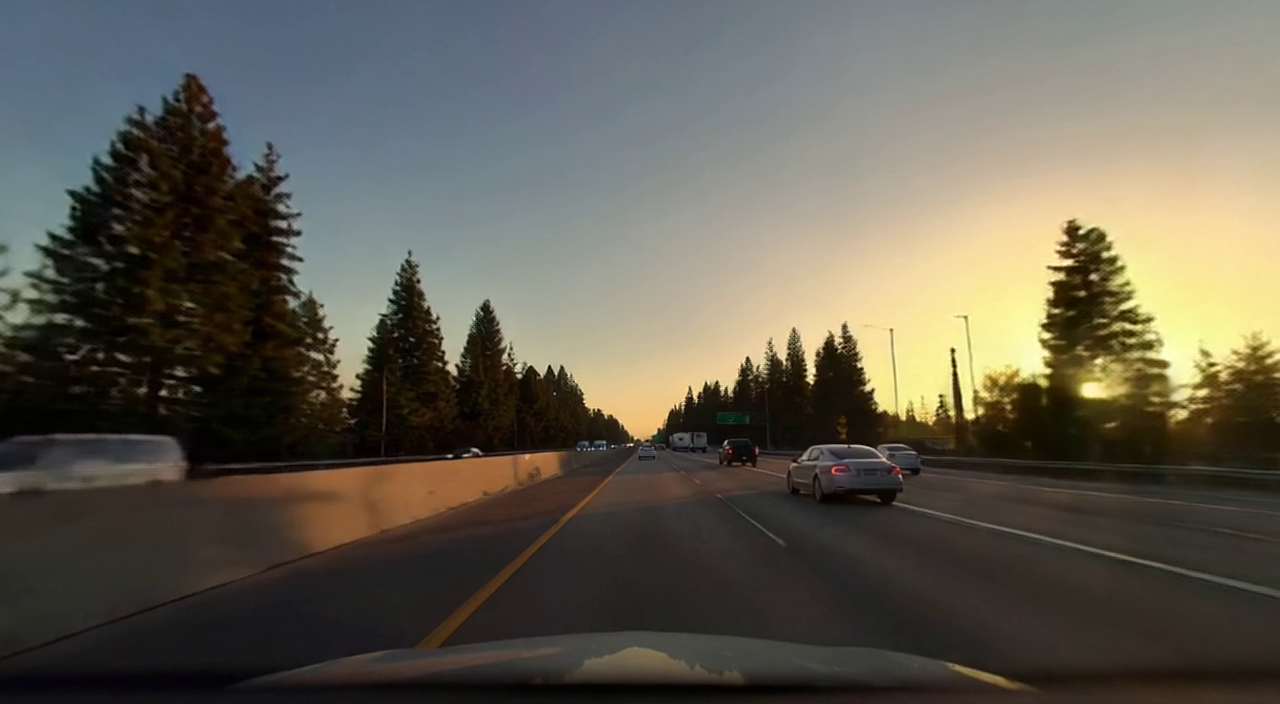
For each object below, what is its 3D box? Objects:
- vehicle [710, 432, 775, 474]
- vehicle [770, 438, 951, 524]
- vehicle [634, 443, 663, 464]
[{"bbox_3d":[5.010,5.050,31.577,2.206,1.902,5.460,0,-8,-2],"label":"vehicle"},{"bbox_3d":[4.313,2.574,13.264,1.904,1.453,4.789,0,-8,-3],"label":"vehicle"},{"bbox_3d":[0.627,7.587,47.063,2.052,1.472,4.295,0,-8,0],"label":"vehicle"}]
